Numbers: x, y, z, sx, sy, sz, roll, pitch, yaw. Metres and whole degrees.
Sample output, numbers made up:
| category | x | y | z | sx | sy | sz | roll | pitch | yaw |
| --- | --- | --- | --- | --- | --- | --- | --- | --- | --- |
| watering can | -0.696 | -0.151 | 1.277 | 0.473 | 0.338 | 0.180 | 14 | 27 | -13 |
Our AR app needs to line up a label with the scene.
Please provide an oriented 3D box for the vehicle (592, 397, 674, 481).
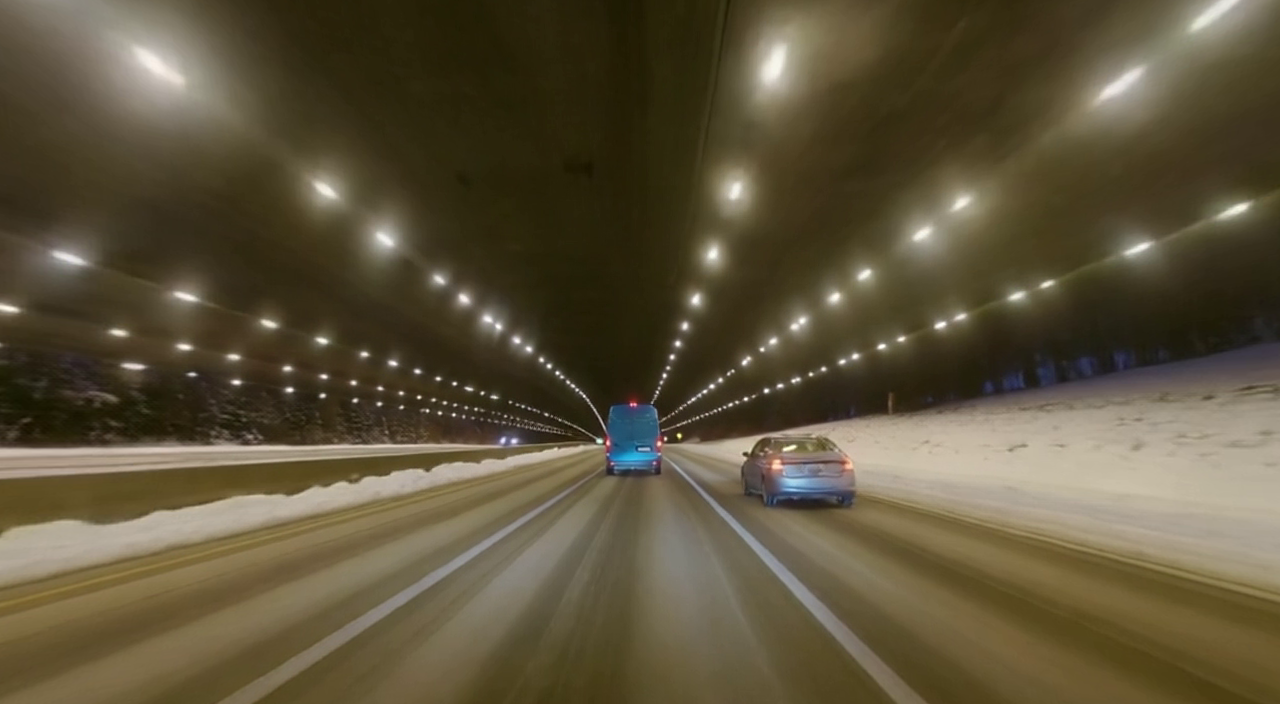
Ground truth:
| category | x | y | z | sx | sy | sz | roll | pitch | yaw |
| --- | --- | --- | --- | --- | --- | --- | --- | --- | --- |
| vehicle | -0.146 | 2.923 | 21.208 | 2.404 | 2.459 | 5.229 | -1 | -8 | 1 |

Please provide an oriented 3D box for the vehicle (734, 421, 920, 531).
| category | x | y | z | sx | sy | sz | roll | pitch | yaw |
| --- | --- | --- | --- | --- | --- | --- | --- | --- | --- |
| vehicle | 3.002 | 2.070 | 11.139 | 2.095 | 1.553 | 4.069 | 0 | -8 | 1 |
